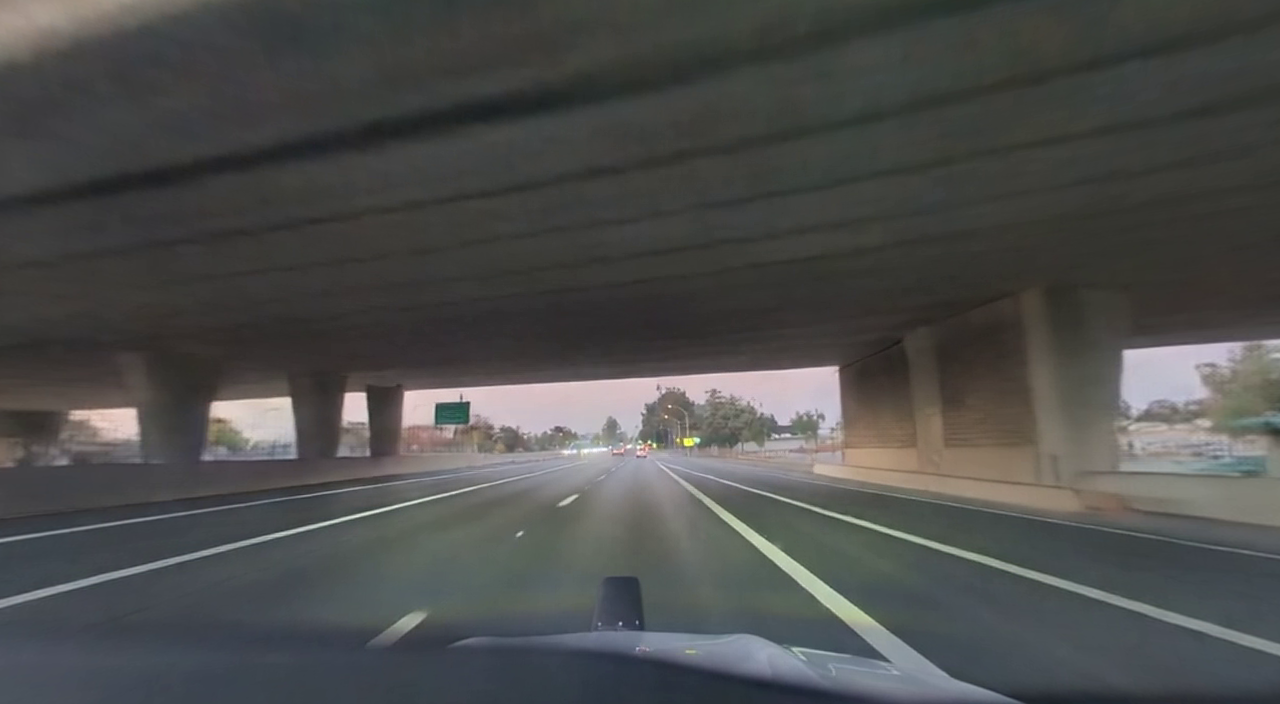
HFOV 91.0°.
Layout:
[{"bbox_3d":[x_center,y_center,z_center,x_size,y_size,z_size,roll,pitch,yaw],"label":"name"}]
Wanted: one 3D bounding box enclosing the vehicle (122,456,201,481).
[{"bbox_3d":[-31.450,7.653,41.555,1.929,1.534,4.265,0,-9,-2],"label":"vehicle"}]
